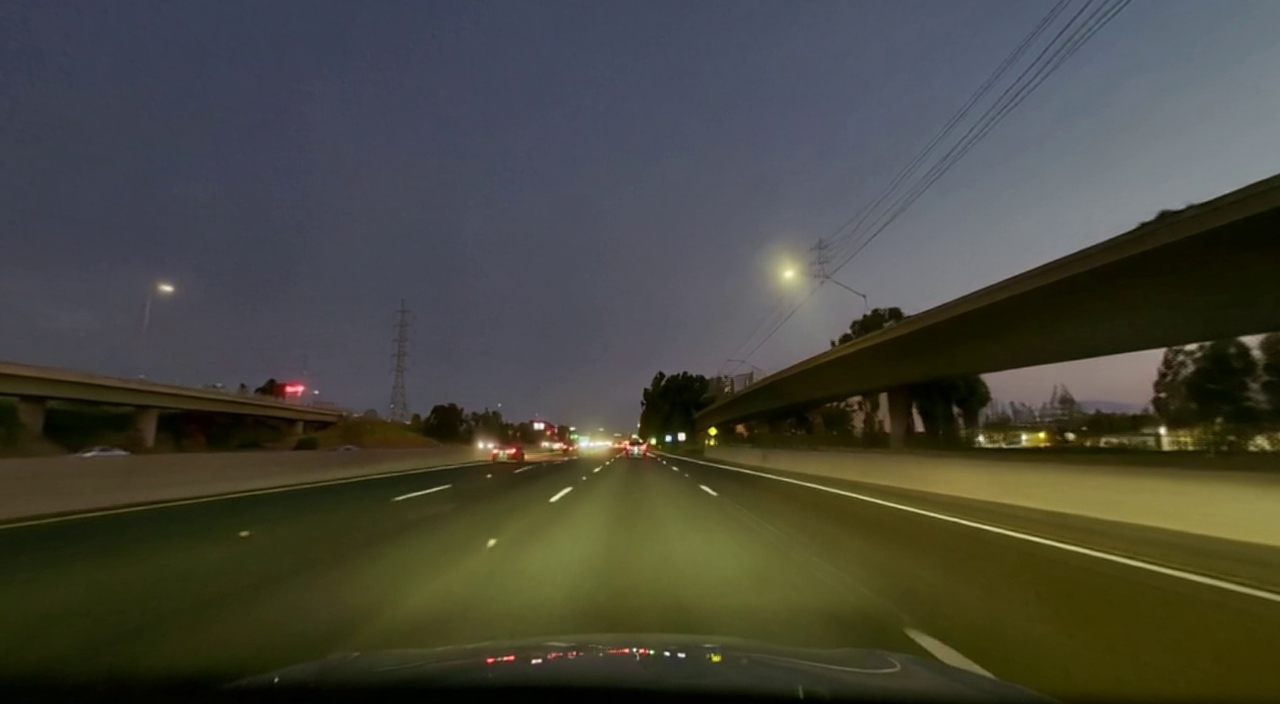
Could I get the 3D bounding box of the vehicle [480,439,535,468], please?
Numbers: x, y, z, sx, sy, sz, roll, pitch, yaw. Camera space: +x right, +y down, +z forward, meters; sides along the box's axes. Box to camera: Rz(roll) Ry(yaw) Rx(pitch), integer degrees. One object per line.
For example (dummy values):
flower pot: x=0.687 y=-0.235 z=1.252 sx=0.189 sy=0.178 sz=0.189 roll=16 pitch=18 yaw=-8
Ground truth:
vehicle: x=-7.186 y=5.555 z=34.838 sx=1.994 sy=1.487 sz=4.605 roll=0 pitch=-8 yaw=0

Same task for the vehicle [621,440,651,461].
vehicle: x=-0.316 y=7.245 z=46.737 sx=2.086 sy=1.472 sz=4.168 roll=0 pitch=-8 yaw=-1
